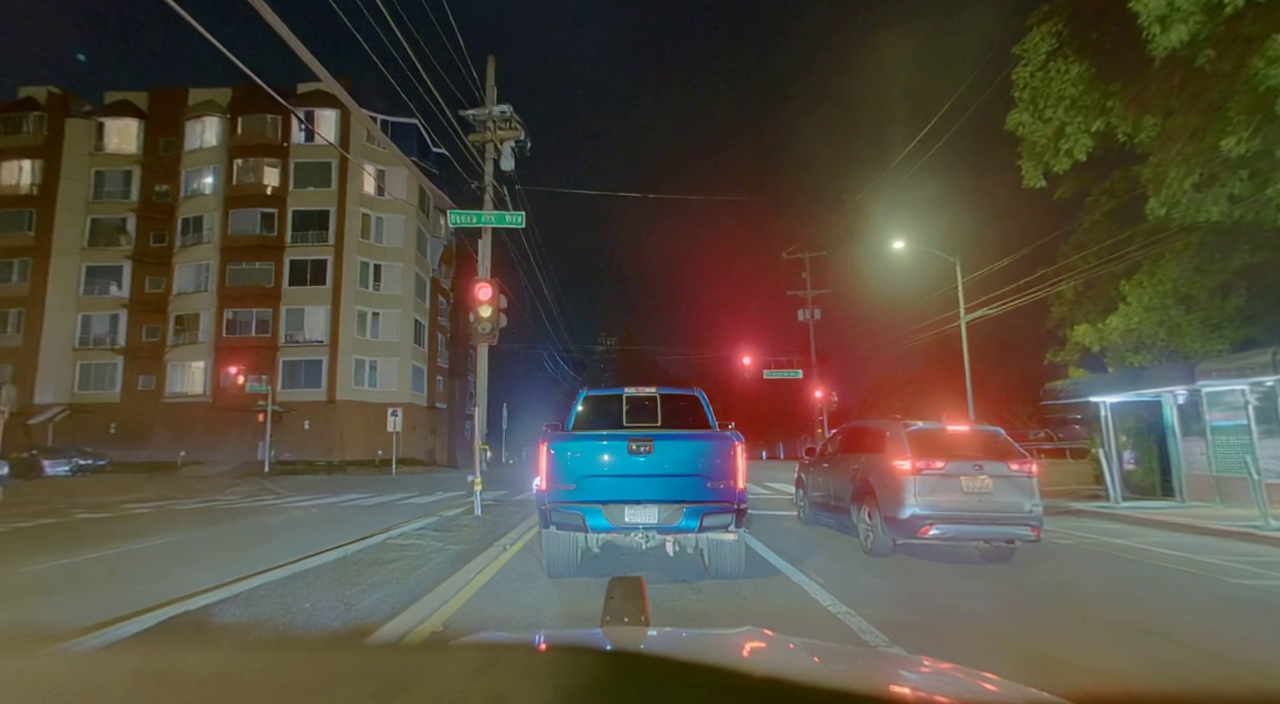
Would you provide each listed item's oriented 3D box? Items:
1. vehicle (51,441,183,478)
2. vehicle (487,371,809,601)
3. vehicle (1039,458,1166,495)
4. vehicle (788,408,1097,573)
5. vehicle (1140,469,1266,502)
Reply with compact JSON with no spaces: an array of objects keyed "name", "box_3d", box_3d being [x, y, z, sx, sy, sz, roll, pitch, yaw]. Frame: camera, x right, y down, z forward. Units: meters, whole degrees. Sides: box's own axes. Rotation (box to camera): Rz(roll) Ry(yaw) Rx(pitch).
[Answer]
[{"name":"vehicle","box_3d":[-24.851,5.107,30.066,4.563,1.692,1.778,0,-8,-2]},{"name":"vehicle","box_3d":[0.099,1.512,8.003,2.738,1.959,5.070,0,-8,1]},{"name":"vehicle","box_3d":[21.803,5.873,29.845,4.498,1.618,1.843,0,-8,0]},{"name":"vehicle","box_3d":[3.835,1.848,9.259,2.131,1.759,4.762,0,-8,0]},{"name":"vehicle","box_3d":[26.399,6.255,29.660,4.071,1.388,1.884,0,-8,1]}]
